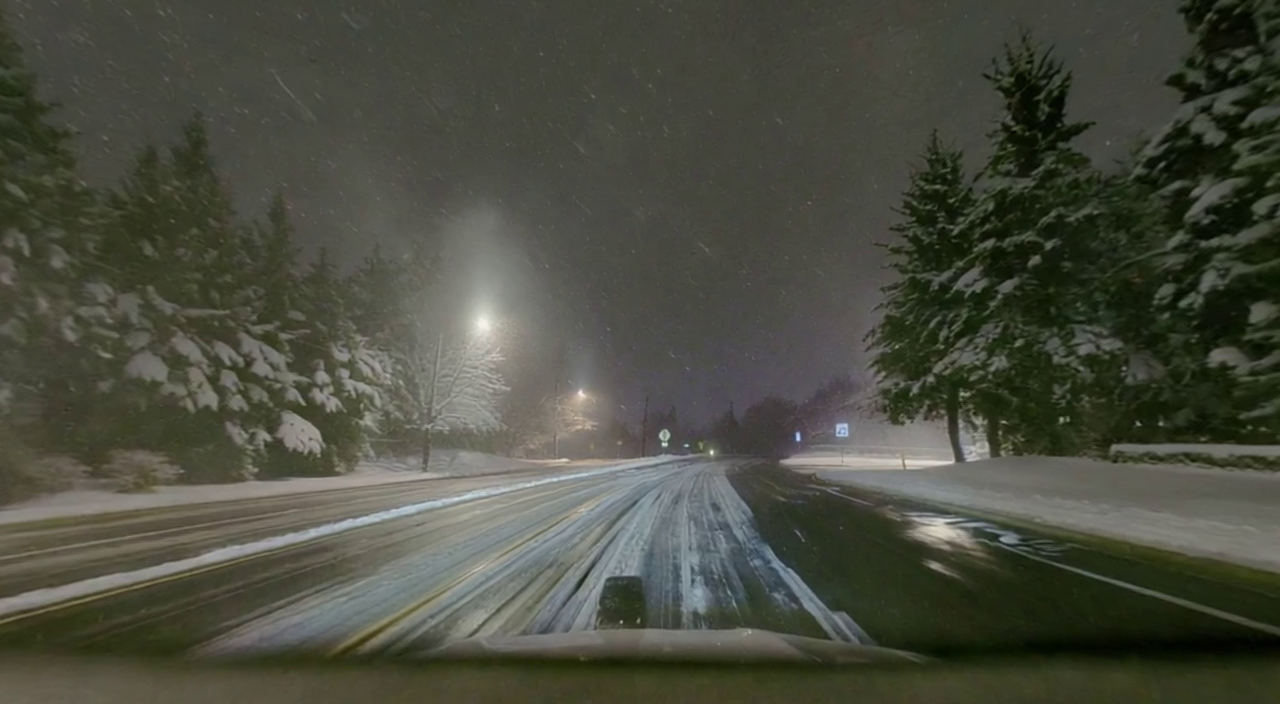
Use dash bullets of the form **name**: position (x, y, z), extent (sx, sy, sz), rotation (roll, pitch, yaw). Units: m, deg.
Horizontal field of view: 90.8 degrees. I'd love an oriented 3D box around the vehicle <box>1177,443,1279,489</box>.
- **vehicle**: position (20.876, 3.780, 21.001), extent (4.403, 1.429, 1.675), rotation (0, -10, 1)
